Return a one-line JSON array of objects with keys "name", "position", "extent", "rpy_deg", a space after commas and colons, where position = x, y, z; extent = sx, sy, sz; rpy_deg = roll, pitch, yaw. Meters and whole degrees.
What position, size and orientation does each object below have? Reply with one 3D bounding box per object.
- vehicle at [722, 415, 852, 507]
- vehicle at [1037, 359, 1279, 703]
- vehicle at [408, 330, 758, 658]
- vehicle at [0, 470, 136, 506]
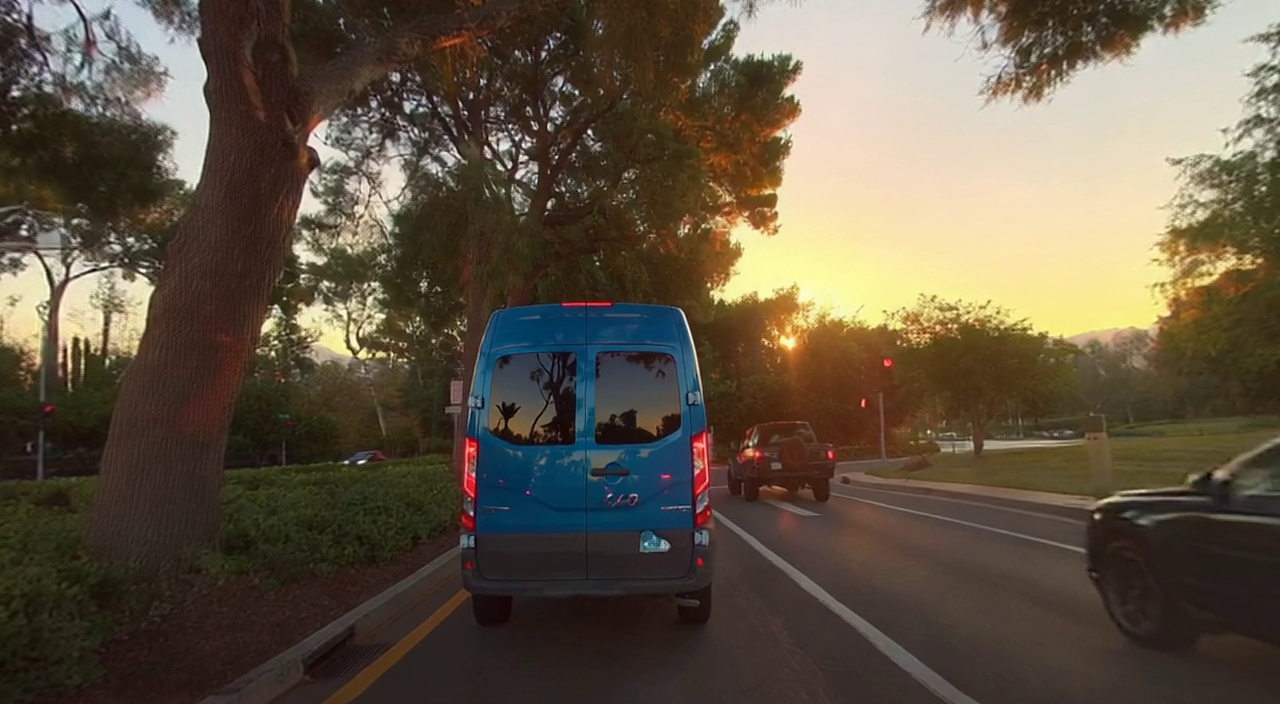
[{"name": "vehicle", "position": [3.316, 2.565, 15.165], "extent": [1.988, 1.873, 3.968], "rpy_deg": [0, -9, -3]}, {"name": "vehicle", "position": [4.144, 0.802, 2.498], "extent": [2.024, 1.692, 4.696], "rpy_deg": [0, -9, -1]}, {"name": "vehicle", "position": [-0.343, 1.185, 6.158], "extent": [2.145, 2.046, 4.309], "rpy_deg": [0, -9, 0]}, {"name": "vehicle", "position": [-26.332, 6.207, 28.927], "extent": [4.726, 1.456, 1.873], "rpy_deg": [1, -9, -6]}]
